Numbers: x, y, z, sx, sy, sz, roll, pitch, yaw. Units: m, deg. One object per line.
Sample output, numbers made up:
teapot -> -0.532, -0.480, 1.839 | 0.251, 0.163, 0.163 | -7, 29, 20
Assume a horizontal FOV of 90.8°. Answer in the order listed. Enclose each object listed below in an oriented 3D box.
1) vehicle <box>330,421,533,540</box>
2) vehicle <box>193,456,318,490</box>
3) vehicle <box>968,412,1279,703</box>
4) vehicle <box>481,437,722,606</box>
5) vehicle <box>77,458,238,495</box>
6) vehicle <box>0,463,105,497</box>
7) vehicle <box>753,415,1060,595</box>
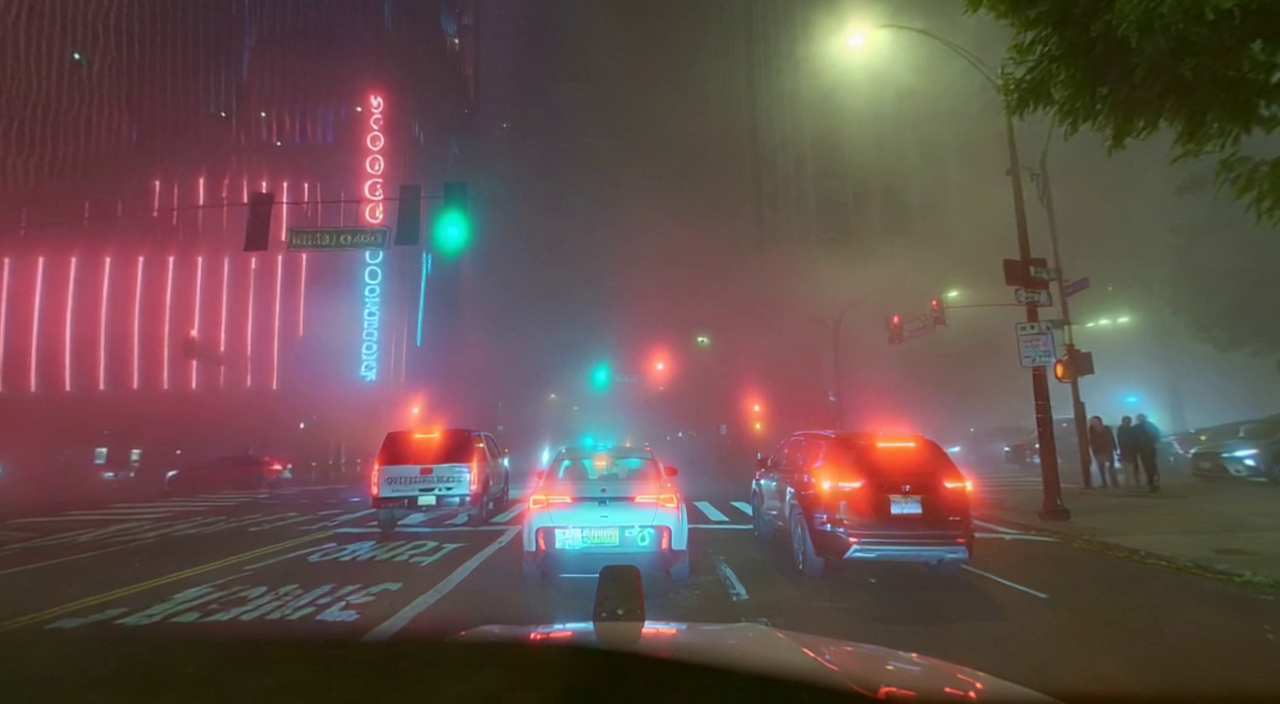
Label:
vehicle -> -3.695, 2.392, 12.526 | 2.190, 1.840, 5.272 | 0, -8, 0
vehicle -> -17.911, 5.617, 29.537 | 4.673, 1.478, 2.114 | -2, -9, 11
vehicle -> 2.740, 0.808, 1.119 | 1.902, 1.454, 4.540 | 0, -8, 0
vehicle -> -0.360, 1.787, 7.647 | 2.092, 1.454, 4.132 | 0, -8, -1
vehicle -> -20.261, 5.247, 26.704 | 5.153, 1.449, 1.966 | 0, -8, 0
vehicle -> -28.995, 6.138, 30.439 | 4.636, 1.482, 1.886 | 0, -8, -1
vehicle -> 3.041, 1.849, 8.630 | 2.072, 1.735, 4.759 | 0, -8, 0
